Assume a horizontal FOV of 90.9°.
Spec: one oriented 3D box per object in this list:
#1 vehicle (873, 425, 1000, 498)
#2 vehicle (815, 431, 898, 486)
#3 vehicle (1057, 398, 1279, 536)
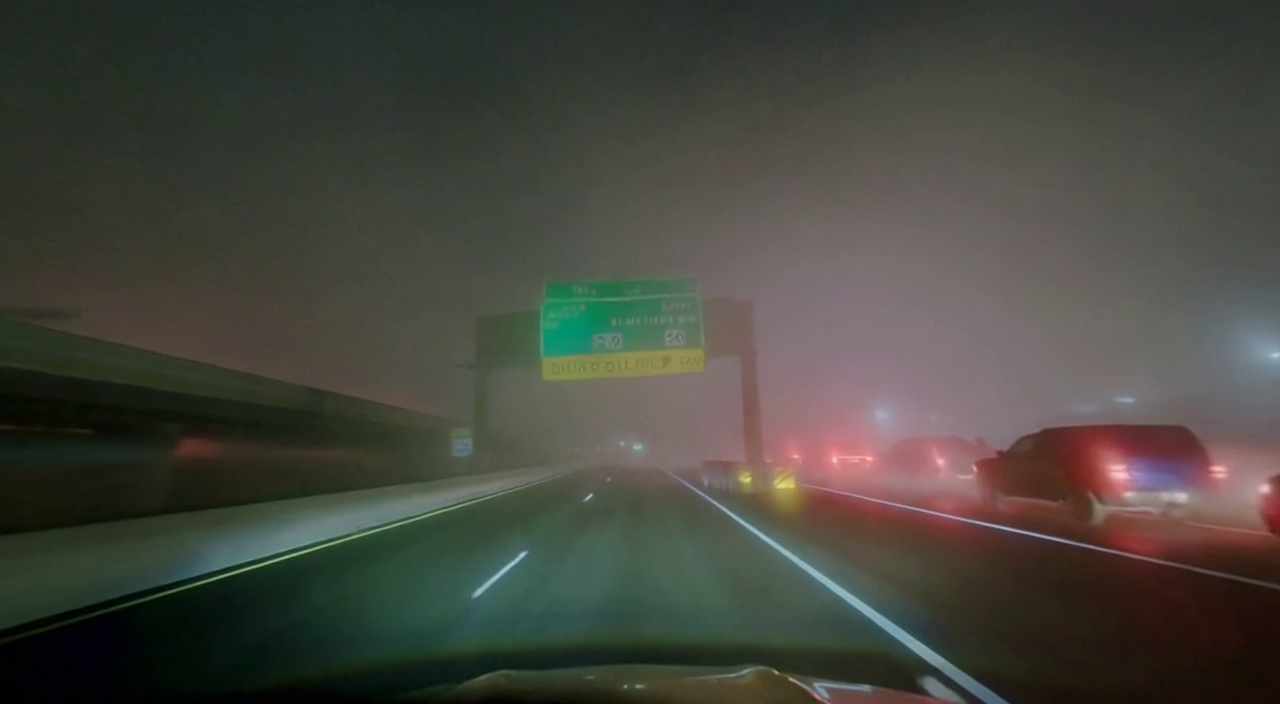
[{"bbox_3d":[16.295,6.066,35.618,2.791,3.573,9.032,0,-9,0],"label":"vehicle"},{"bbox_3d":[16.022,7.936,47.487,2.704,3.716,9.364,0,-9,-1],"label":"vehicle"},{"bbox_3d":[18.895,3.818,21.589,2.619,3.750,9.673,0,-9,1],"label":"vehicle"}]
